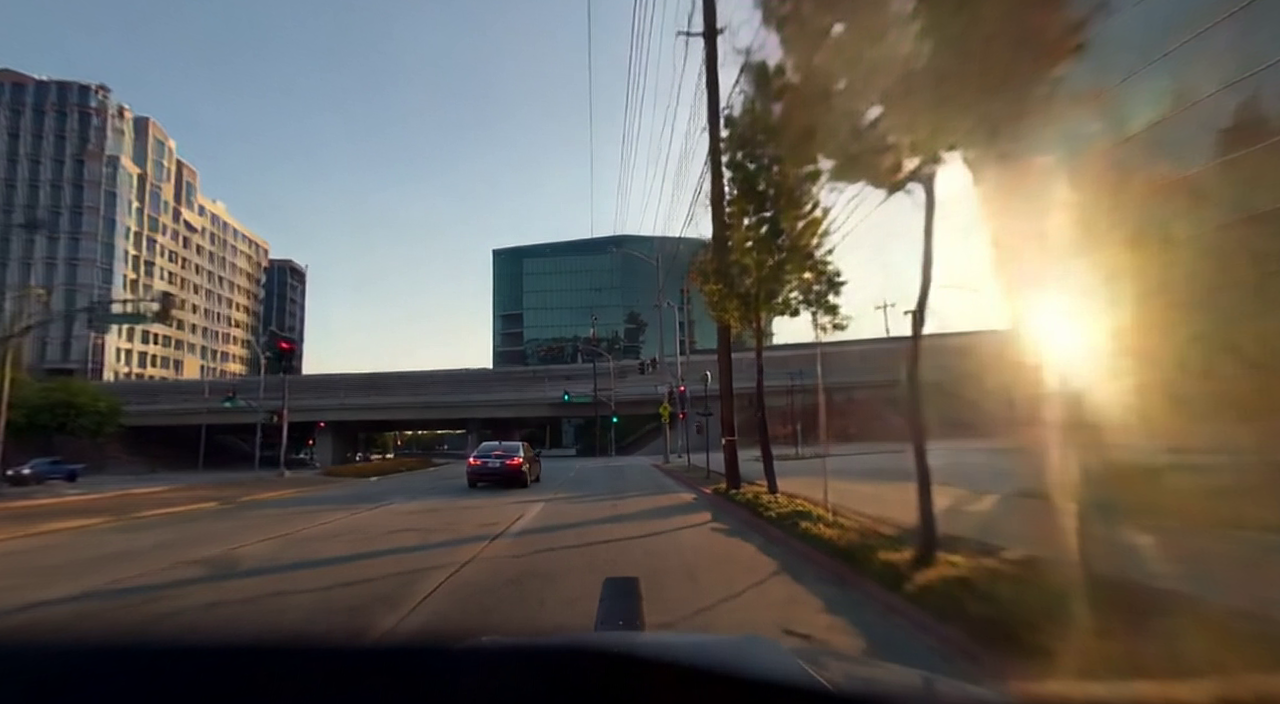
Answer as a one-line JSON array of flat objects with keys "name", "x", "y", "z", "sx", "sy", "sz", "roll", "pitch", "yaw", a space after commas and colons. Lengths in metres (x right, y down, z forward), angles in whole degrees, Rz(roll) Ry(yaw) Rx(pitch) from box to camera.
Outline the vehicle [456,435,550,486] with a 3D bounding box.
[{"name": "vehicle", "x": -4.325, "y": 3.507, "z": 20.783, "sx": 2.154, "sy": 1.465, "sz": 4.532, "roll": 0, "pitch": -8, "yaw": -1}]

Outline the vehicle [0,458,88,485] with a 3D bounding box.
[{"name": "vehicle", "x": -36.606, "y": 7.159, "z": 37.943, "sx": 4.708, "sy": 1.466, "sz": 2.085, "roll": 1, "pitch": -9, "yaw": -8}]
